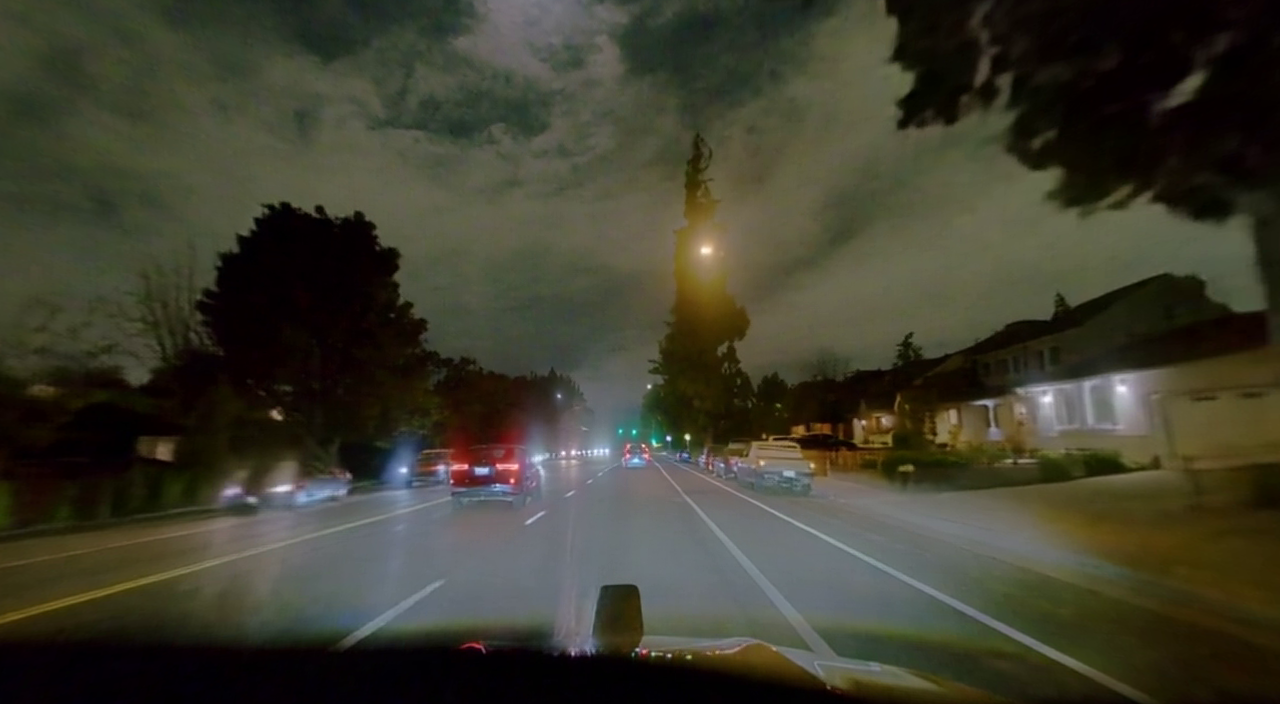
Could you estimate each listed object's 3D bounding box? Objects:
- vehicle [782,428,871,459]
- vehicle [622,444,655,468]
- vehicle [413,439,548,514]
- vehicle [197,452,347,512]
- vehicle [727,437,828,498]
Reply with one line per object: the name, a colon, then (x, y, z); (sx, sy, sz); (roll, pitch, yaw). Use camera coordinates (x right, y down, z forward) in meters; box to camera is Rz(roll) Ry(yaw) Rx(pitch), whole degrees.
vehicle: (11.553, 5.738, 39.480); (4.923, 1.878, 1.953); (0, -8, 2)
vehicle: (-0.093, 6.912, 42.290); (2.088, 1.495, 4.048); (0, -8, 0)
vehicle: (-3.524, 2.833, 14.923); (2.027, 1.477, 4.413); (0, -8, 0)
vehicle: (-10.590, 3.721, 18.618); (1.872, 1.502, 4.185); (0, -8, 0)
vehicle: (4.223, 3.625, 20.362); (2.045, 1.702, 4.916); (0, -8, -1)
